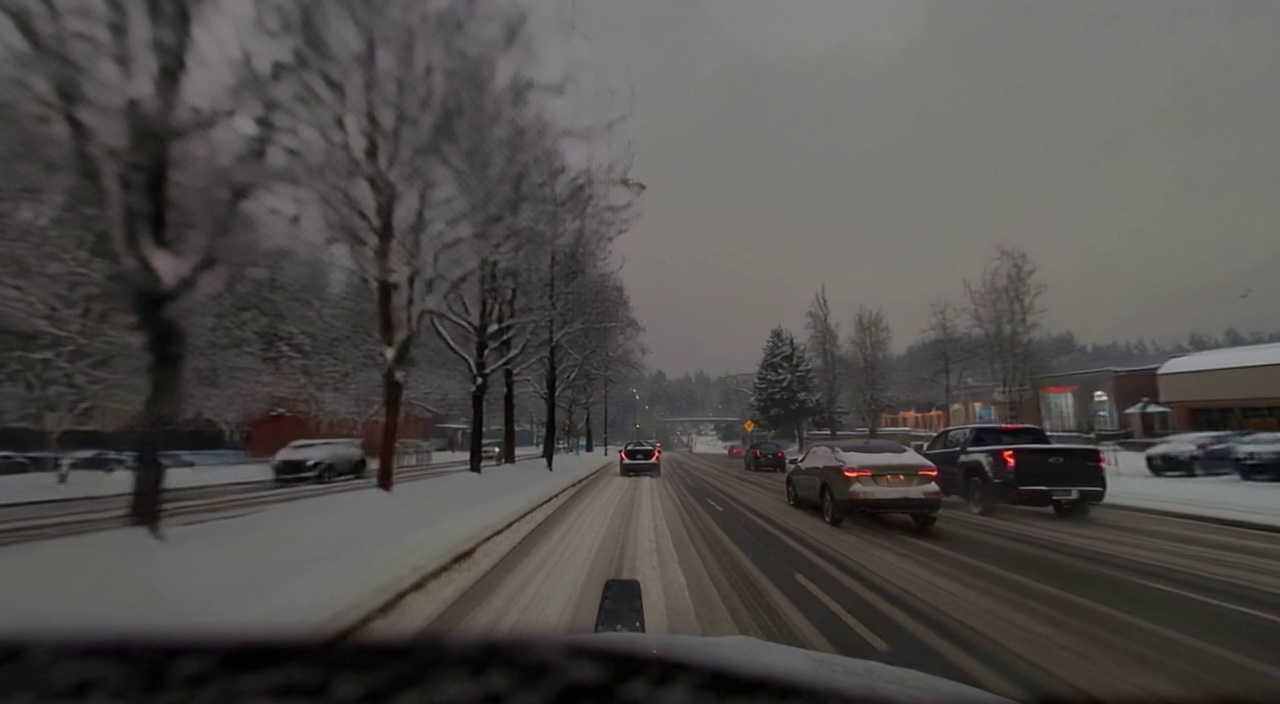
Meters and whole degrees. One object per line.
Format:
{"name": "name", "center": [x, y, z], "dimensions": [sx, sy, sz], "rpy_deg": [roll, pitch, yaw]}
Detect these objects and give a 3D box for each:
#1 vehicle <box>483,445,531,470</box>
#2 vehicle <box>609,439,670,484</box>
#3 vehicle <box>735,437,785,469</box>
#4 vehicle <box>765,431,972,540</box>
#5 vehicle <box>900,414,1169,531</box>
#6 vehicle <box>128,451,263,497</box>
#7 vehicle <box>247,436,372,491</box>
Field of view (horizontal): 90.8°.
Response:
{"name": "vehicle", "center": [-8.320, 6.593, 39.796], "dimensions": [1.993, 1.458, 4.614], "rpy_deg": [-1, -9, 0]}
{"name": "vehicle", "center": [-0.021, 3.861, 22.519], "dimensions": [1.994, 1.479, 3.647], "rpy_deg": [0, -9, 0]}
{"name": "vehicle", "center": [7.105, 6.063, 37.915], "dimensions": [2.068, 1.779, 4.567], "rpy_deg": [0, -9, -1]}
{"name": "vehicle", "center": [3.557, 2.151, 10.798], "dimensions": [1.858, 1.466, 4.230], "rpy_deg": [0, -9, -1]}
{"name": "vehicle", "center": [7.110, 2.222, 12.194], "dimensions": [2.134, 1.810, 4.590], "rpy_deg": [0, -9, -1]}
{"name": "vehicle", "center": [-16.159, 4.412, 23.294], "dimensions": [1.878, 1.497, 4.180], "rpy_deg": [0, -9, 0]}
{"name": "vehicle", "center": [-12.231, 4.152, 23.827], "dimensions": [2.034, 1.844, 4.820], "rpy_deg": [0, -9, 1]}
